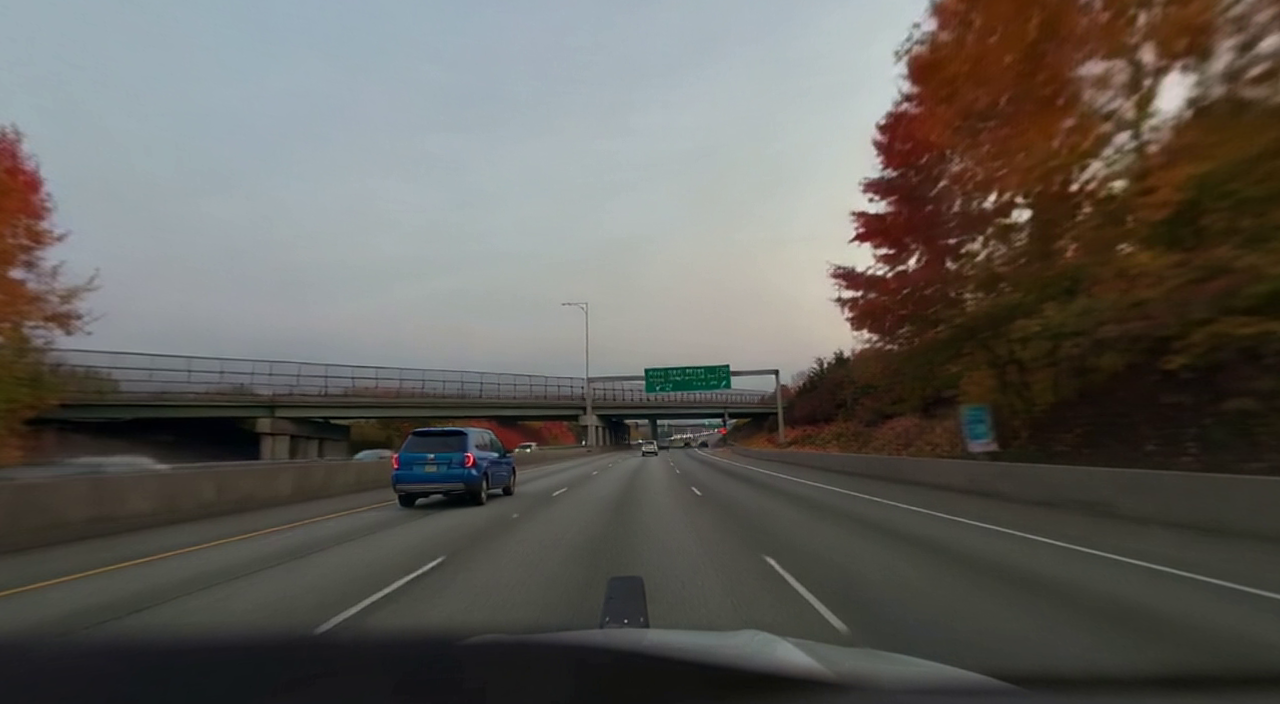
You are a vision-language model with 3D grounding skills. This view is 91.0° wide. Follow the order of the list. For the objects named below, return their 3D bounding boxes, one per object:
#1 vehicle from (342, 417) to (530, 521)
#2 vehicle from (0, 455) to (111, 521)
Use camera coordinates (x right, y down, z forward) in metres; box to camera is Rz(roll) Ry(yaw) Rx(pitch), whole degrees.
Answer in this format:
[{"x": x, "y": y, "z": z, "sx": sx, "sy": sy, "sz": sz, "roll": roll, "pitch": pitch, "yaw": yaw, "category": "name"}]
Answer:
[{"x": -3.765, "y": 2.254, "z": 12.646, "sx": 2.177, "sy": 1.707, "sz": 4.432, "roll": 0, "pitch": -8, "yaw": 1, "category": "vehicle"}, {"x": -16.492, "y": 3.471, "z": 16.211, "sx": 1.825, "sy": 1.529, "sz": 4.419, "roll": 0, "pitch": -8, "yaw": 0, "category": "vehicle"}]
